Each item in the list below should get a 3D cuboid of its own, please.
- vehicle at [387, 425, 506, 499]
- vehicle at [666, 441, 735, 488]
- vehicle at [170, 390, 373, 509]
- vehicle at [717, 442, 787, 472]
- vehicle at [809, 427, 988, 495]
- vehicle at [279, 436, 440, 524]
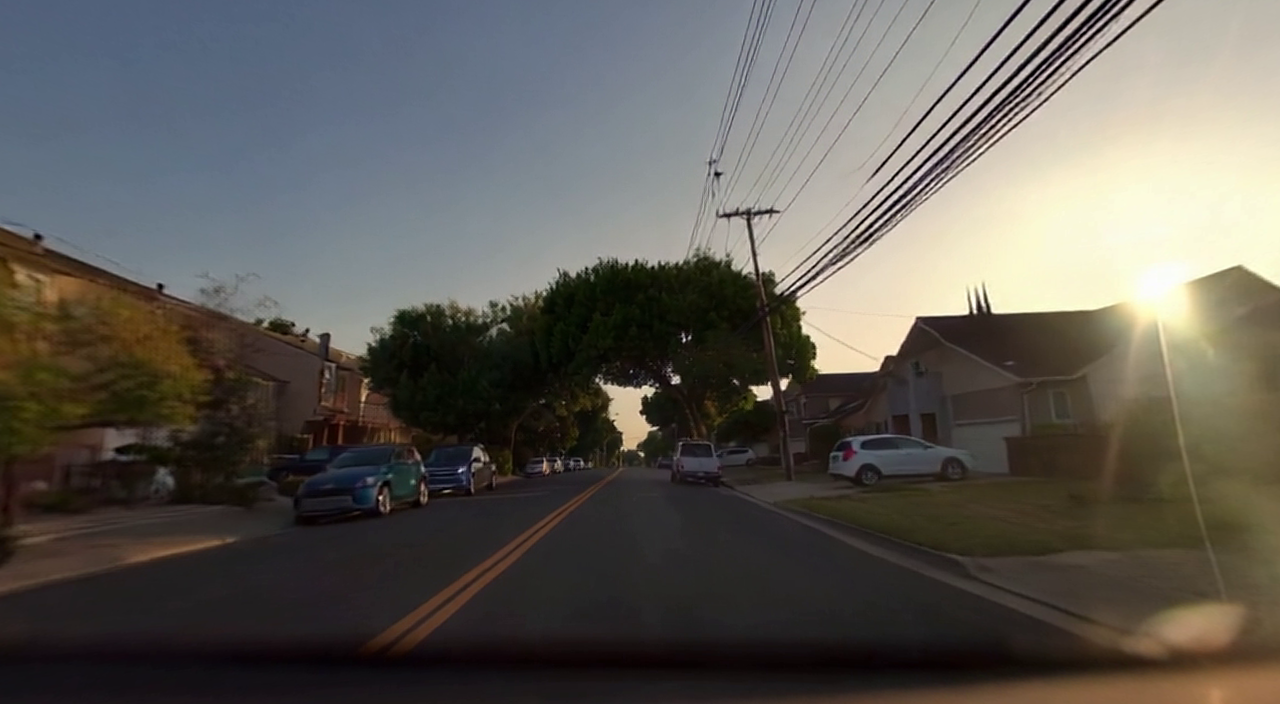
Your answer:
[{"bbox_3d":[-6.712,4.079,22.844,2.269,2.229,6.042,-2,-12,1],"label":"vehicle"},{"bbox_3d":[2.645,5.090,28.976,2.203,1.952,5.111,1,-9,-5],"label":"vehicle"},{"bbox_3d":[-11.769,3.266,21.351,2.781,3.221,7.995,1,-9,-7],"label":"vehicle"},{"bbox_3d":[7.824,7.414,44.473,4.421,1.836,1.956,-2,-13,-1],"label":"vehicle"},{"bbox_3d":[7.846,3.410,19.512,4.489,1.812,2.056,-1,-14,-5],"label":"vehicle"},{"bbox_3d":[-6.754,3.235,15.880,2.046,1.777,4.473,-2,-12,-1],"label":"vehicle"}]
